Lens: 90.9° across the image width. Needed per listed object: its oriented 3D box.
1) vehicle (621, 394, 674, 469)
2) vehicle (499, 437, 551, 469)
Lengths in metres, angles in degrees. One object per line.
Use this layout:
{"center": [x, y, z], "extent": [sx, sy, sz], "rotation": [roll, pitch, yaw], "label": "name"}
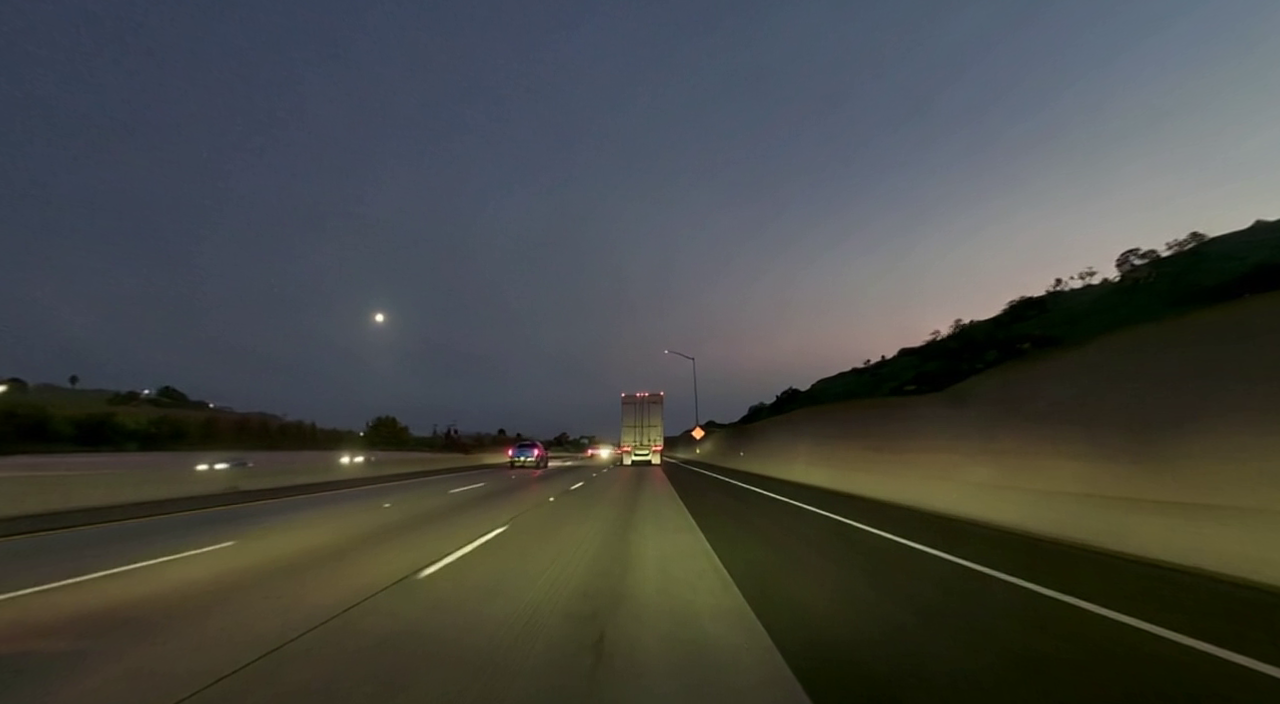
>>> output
{"center": [0.507, 5.601, 43.245], "extent": [2.951, 4.229, 15.519], "rotation": [0, -8, 1], "label": "vehicle"}
{"center": [-6.995, 6.222, 39.106], "extent": [2.113, 1.837, 5.339], "rotation": [0, -8, 1], "label": "vehicle"}
